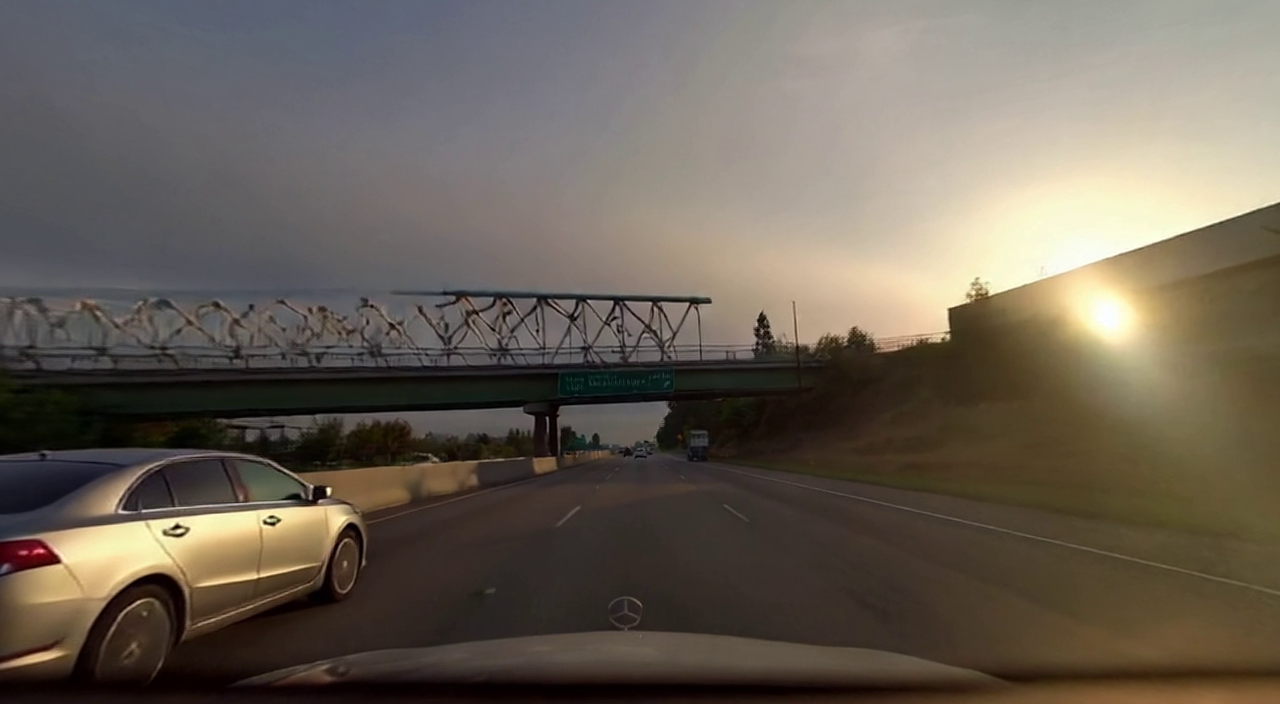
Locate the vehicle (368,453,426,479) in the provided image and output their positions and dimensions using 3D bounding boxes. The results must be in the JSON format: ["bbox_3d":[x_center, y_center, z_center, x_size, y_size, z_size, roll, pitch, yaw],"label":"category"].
[{"bbox_3d":[-14.983,7.025,39.216,1.905,1.458,4.181,0,-9,0],"label":"vehicle"}]
